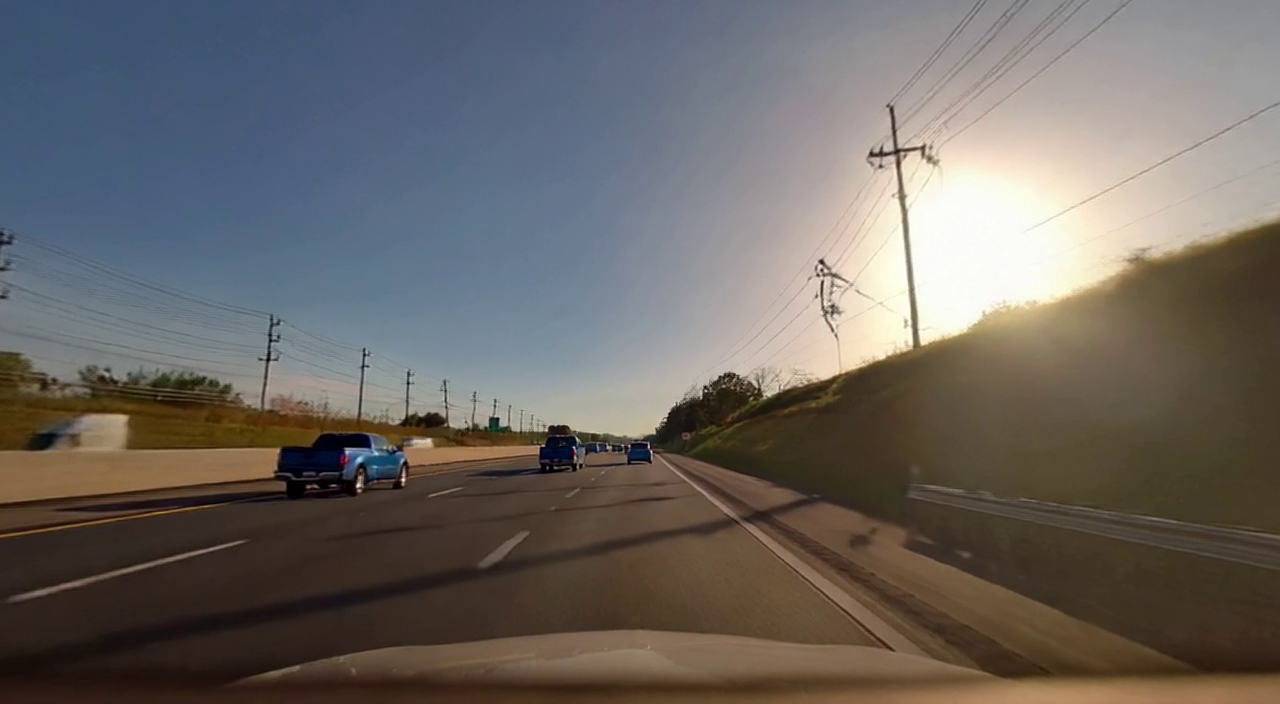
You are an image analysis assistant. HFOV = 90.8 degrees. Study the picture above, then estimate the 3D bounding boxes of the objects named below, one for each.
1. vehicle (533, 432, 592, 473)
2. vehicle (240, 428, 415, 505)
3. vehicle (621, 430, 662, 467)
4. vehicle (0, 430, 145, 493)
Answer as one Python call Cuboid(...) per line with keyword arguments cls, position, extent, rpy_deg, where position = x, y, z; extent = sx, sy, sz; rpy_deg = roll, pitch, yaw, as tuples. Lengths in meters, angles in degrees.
Cuboid(cls="vehicle", position=(-3.662, 4.896, 30.964), extent=(2.204, 1.812, 5.289), rpy_deg=(0, -8, 0))
Cuboid(cls="vehicle", position=(-7.408, 2.760, 15.599), extent=(2.013, 1.609, 4.446), rpy_deg=(0, -8, 0))
Cuboid(cls="vehicle", position=(0.113, 6.016, 39.530), extent=(2.358, 2.144, 4.713), rpy_deg=(0, -8, 1))
Cuboid(cls="vehicle", position=(-25.012, 4.538, 26.560), extent=(2.574, 2.287, 7.028), rpy_deg=(0, -8, 0))
